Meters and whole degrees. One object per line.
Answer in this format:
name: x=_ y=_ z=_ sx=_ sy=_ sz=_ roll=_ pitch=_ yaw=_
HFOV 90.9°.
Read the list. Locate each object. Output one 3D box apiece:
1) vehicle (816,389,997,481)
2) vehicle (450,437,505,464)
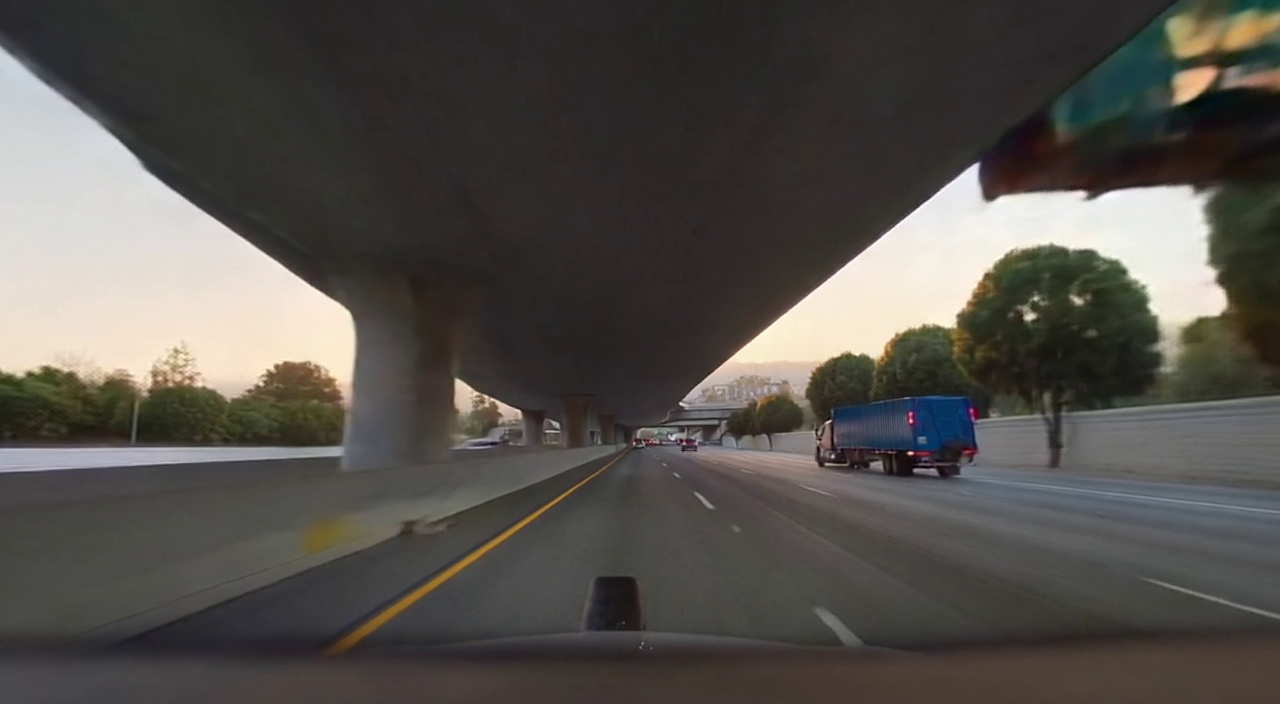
vehicle: x=10.851 y=3.699 z=27.560 sx=2.960 sy=3.207 sz=10.950 roll=0 pitch=-8 yaw=-1
vehicle: x=-10.004 y=6.101 z=39.118 sx=2.009 sy=1.551 sz=4.720 roll=0 pitch=-8 yaw=2
